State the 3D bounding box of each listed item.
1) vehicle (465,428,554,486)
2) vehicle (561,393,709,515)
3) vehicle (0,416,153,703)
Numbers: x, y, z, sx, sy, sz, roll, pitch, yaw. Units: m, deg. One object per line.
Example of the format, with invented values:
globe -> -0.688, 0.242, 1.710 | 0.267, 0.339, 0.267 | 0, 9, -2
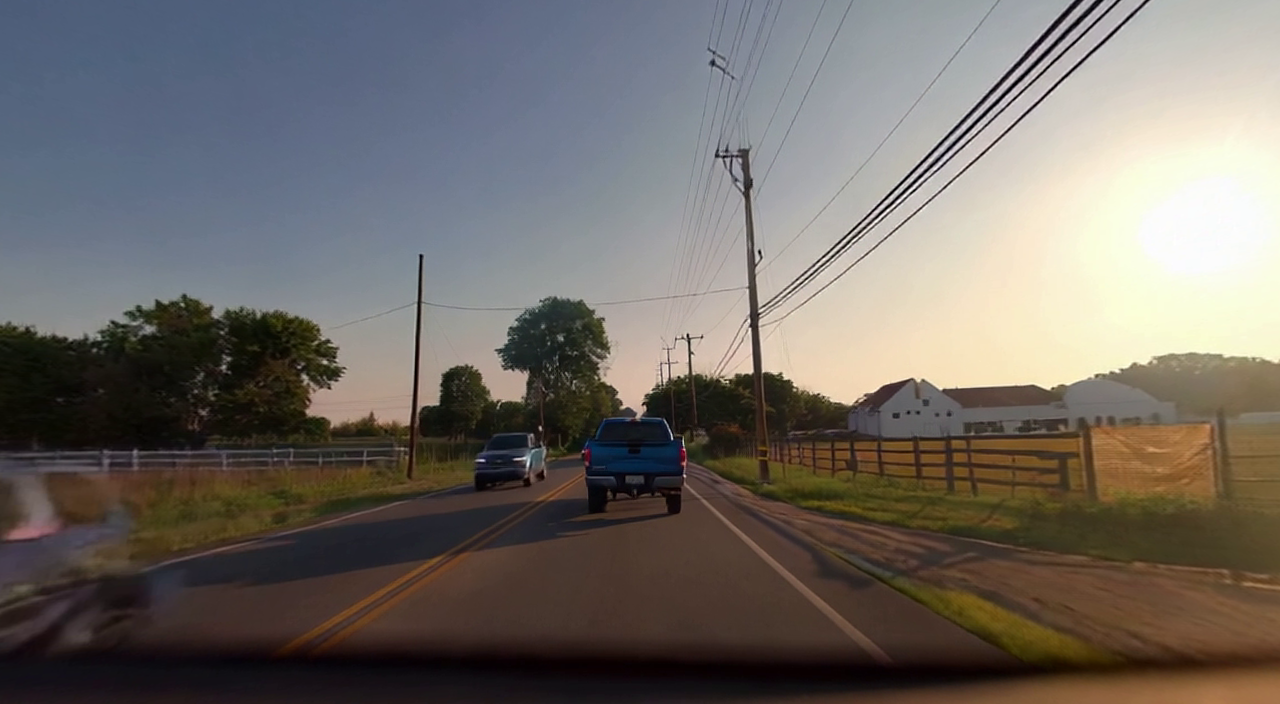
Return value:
vehicle -> -4.417, 3.658, 22.261 | 2.077, 1.805, 4.891 | 0, -9, 0
vehicle -> -0.136, 2.298, 14.566 | 2.693, 2.223, 5.885 | 0, -9, -1
vehicle -> -4.025, 0.854, 1.630 | 1.935, 1.489, 4.495 | 0, -9, 0
